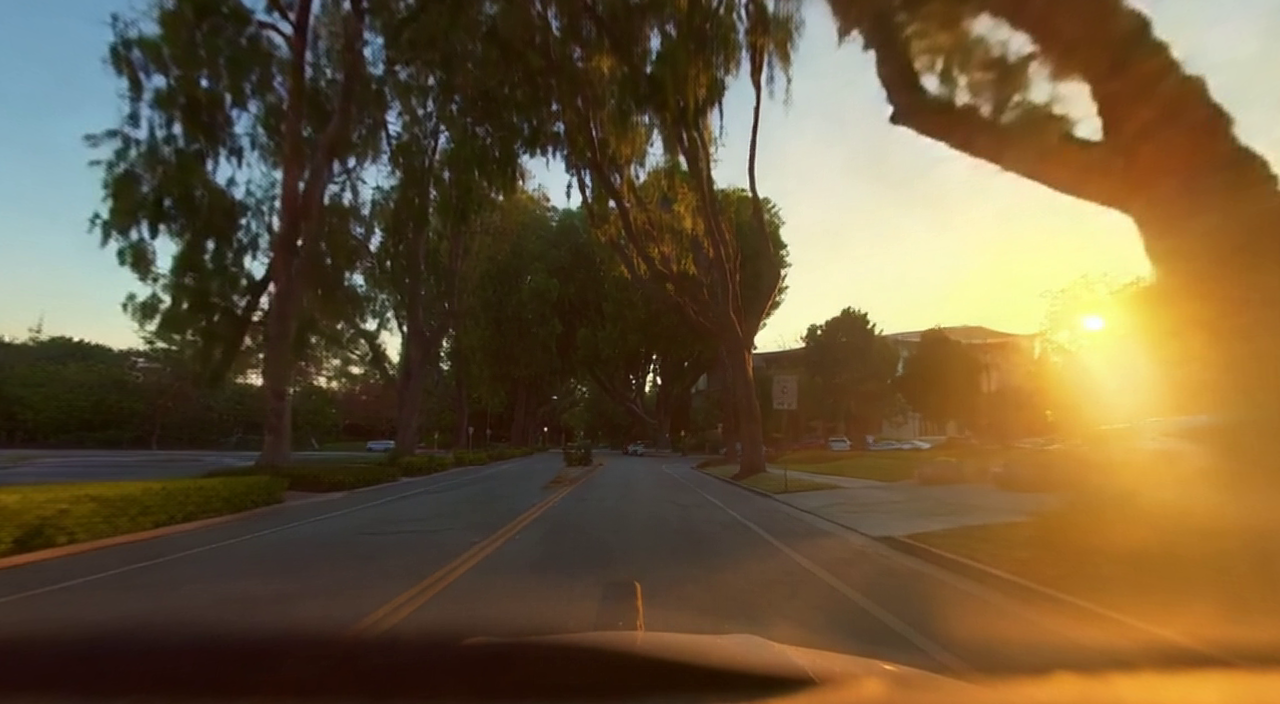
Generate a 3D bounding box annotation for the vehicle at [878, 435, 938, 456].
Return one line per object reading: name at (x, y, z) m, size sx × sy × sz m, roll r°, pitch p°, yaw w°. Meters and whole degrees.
vehicle at (20.875, 7.330, 49.246) m, size 3.830 × 1.429 × 1.890 m, roll 4°, pitch -10°, yaw -10°
